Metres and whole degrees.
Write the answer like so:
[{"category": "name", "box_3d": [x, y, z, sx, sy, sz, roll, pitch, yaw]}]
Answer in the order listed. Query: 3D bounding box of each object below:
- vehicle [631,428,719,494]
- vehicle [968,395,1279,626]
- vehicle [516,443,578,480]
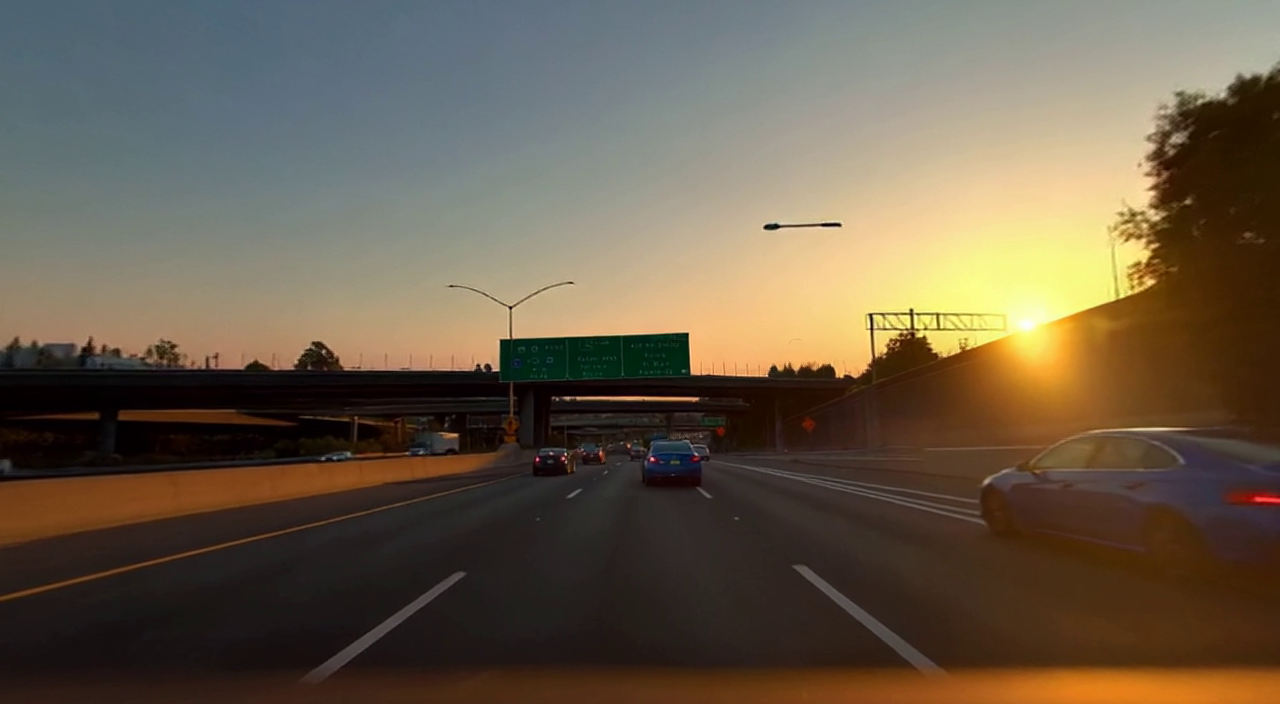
[{"category": "vehicle", "box_3d": [0.903, 3.223, 18.881, 2.202, 1.748, 4.158, 1, -9, -3]}, {"category": "vehicle", "box_3d": [5.639, 1.445, 6.504, 2.055, 1.656, 4.370, 0, -9, -1]}, {"category": "vehicle", "box_3d": [-4.013, 4.802, 27.889, 2.031, 1.491, 4.145, 0, -9, 1]}]
